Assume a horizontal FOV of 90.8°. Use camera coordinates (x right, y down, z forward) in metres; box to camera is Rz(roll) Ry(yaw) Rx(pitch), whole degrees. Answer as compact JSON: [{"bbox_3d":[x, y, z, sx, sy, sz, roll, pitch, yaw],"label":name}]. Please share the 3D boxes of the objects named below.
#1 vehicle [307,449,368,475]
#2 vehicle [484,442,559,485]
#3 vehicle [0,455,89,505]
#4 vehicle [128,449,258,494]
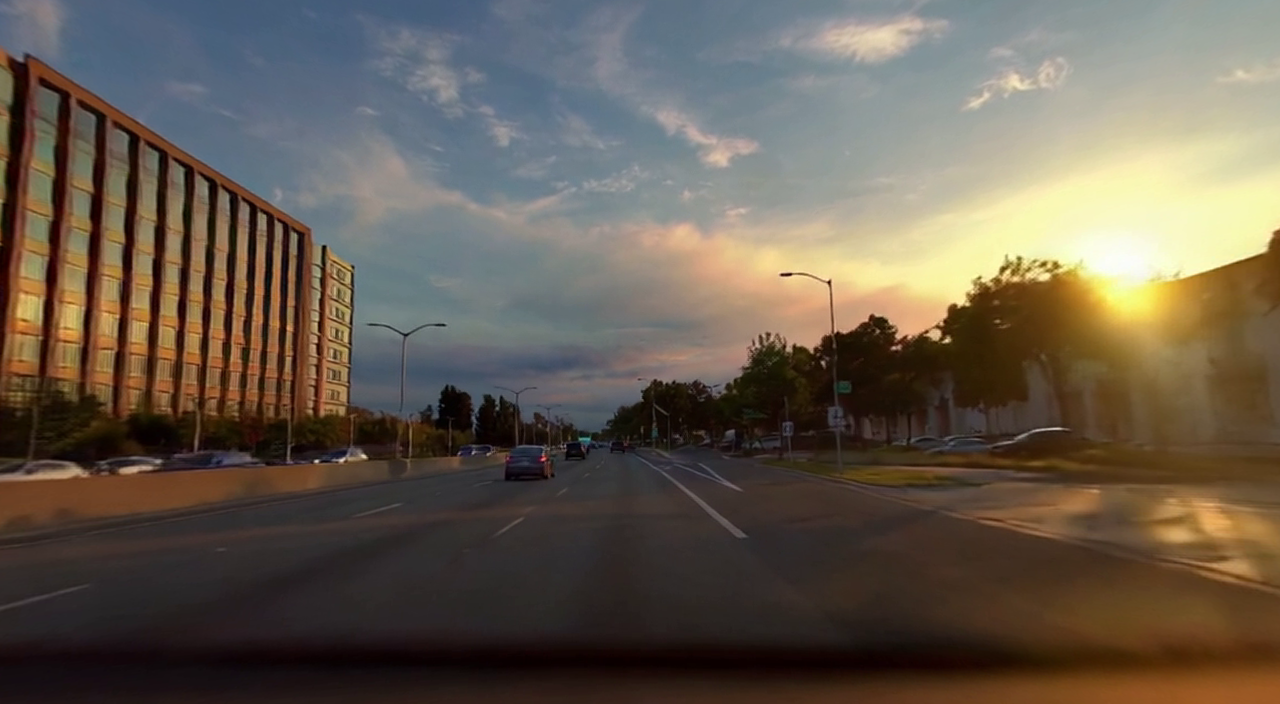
[{"bbox_3d":[-22.654,8.222,47.554,2.201,1.782,4.675,0,-8,1],"label":"vehicle"},{"bbox_3d":[-4.348,4.138,23.889,2.025,1.474,4.292,0,-8,0],"label":"vehicle"},{"bbox_3d":[-22.931,4.632,22.917,1.891,1.625,4.366,-1,-8,1],"label":"vehicle"},{"bbox_3d":[-19.112,5.069,27.340,2.121,1.682,4.696,-1,-8,1],"label":"vehicle"}]
